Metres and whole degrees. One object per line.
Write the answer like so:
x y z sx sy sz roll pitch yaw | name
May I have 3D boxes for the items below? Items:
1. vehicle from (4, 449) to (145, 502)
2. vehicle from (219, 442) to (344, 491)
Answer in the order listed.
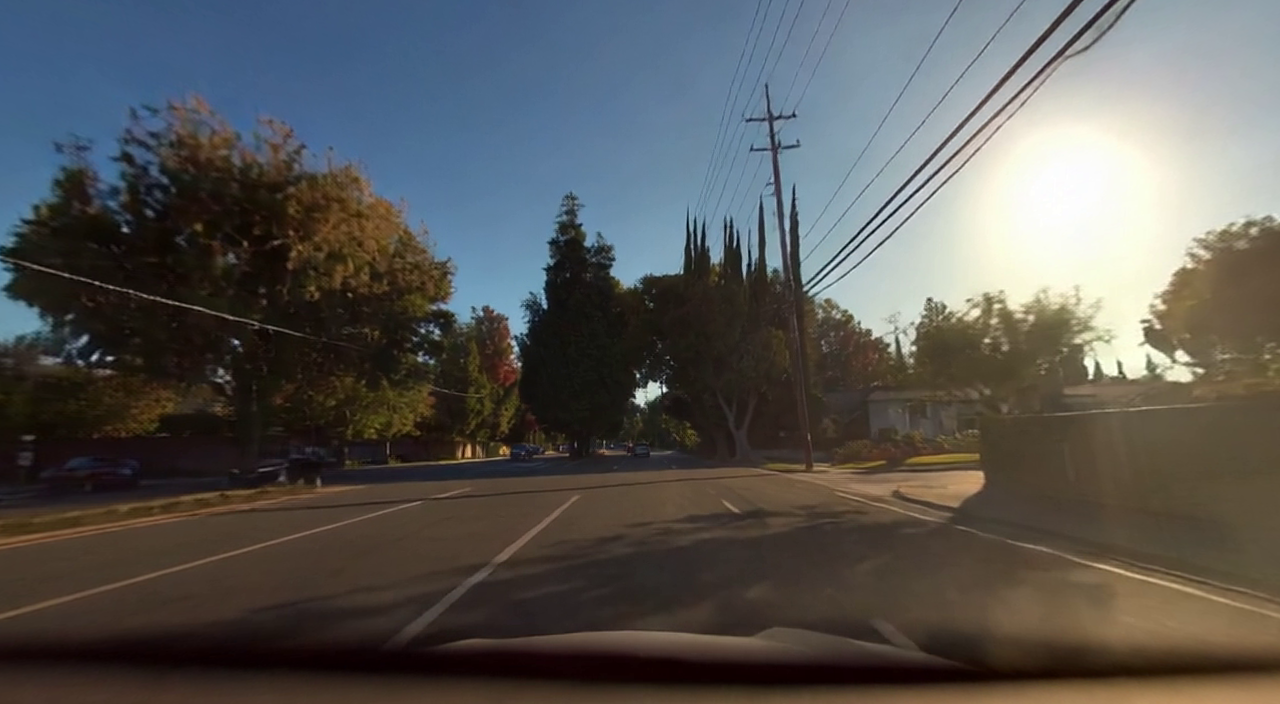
-21.798 4.669 24.197 4.600 1.809 2.153 -4 -9 23 | vehicle
-13.580 4.319 24.161 2.120 1.696 4.403 0 -8 1 | vehicle
